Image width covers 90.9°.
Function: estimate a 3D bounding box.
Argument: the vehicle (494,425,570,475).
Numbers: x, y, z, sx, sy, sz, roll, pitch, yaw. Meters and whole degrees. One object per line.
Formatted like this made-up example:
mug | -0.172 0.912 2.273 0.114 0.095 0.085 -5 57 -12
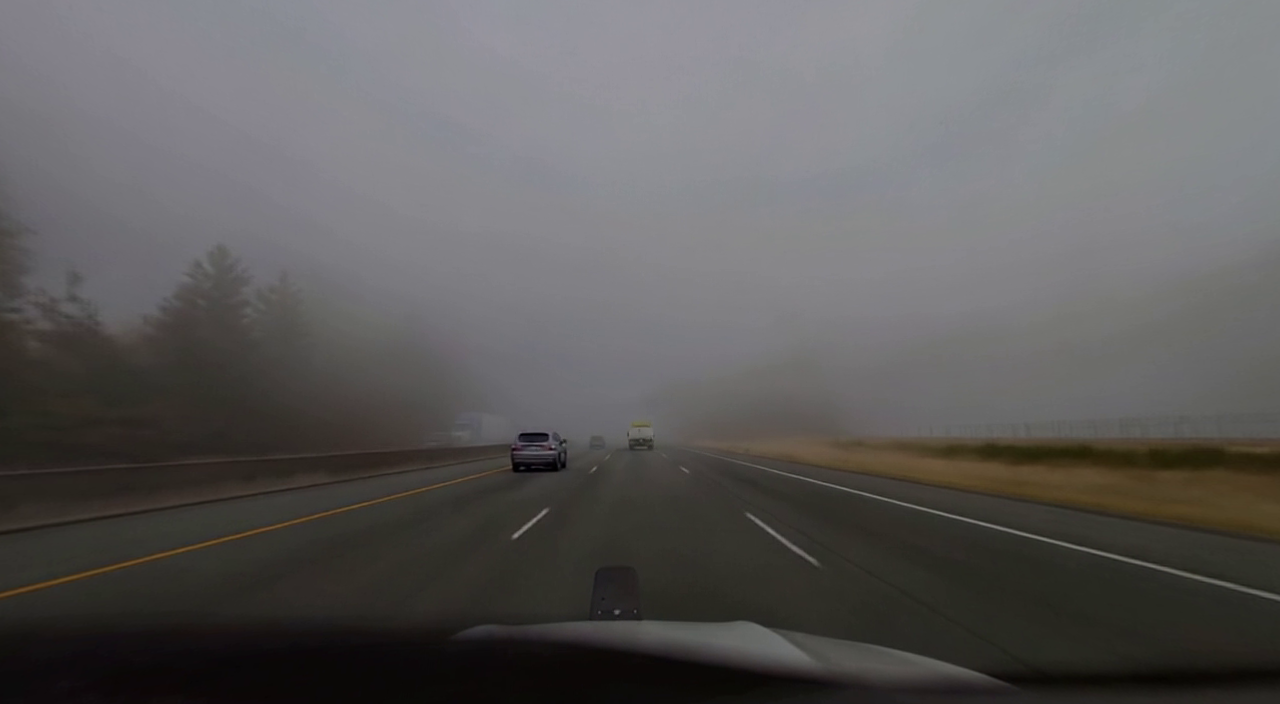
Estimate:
vehicle | -3.849 3.583 23.258 2.045 1.655 4.301 0 -8 0
